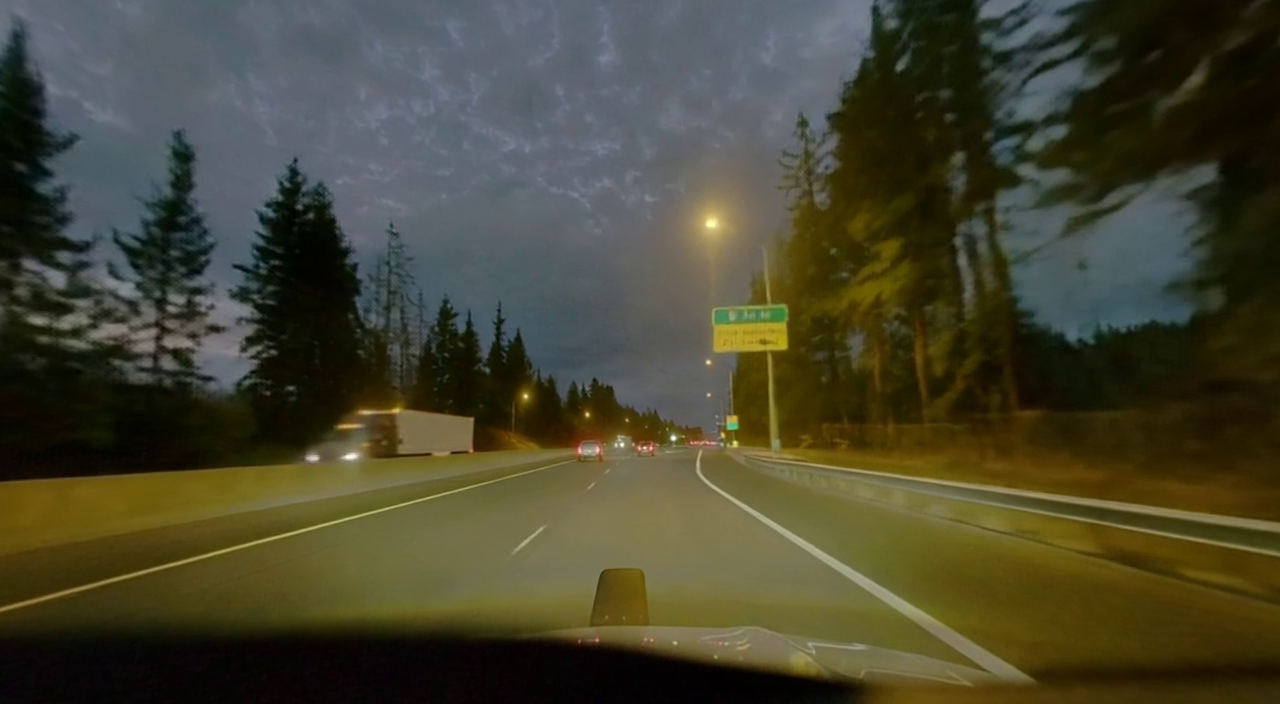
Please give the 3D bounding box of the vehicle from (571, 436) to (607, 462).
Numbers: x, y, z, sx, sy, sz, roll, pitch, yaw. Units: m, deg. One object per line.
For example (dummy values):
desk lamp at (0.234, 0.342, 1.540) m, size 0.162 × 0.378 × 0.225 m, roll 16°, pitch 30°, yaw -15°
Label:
vehicle at (-3.604, 6.936, 45.070) m, size 2.129 × 1.742 × 4.217 m, roll 0°, pitch -8°, yaw 1°

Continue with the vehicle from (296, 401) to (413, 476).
vehicle at (-17.112, 5.343, 38.745) m, size 3.004 × 4.024 × 8.629 m, roll 0°, pitch -8°, yaw 0°
